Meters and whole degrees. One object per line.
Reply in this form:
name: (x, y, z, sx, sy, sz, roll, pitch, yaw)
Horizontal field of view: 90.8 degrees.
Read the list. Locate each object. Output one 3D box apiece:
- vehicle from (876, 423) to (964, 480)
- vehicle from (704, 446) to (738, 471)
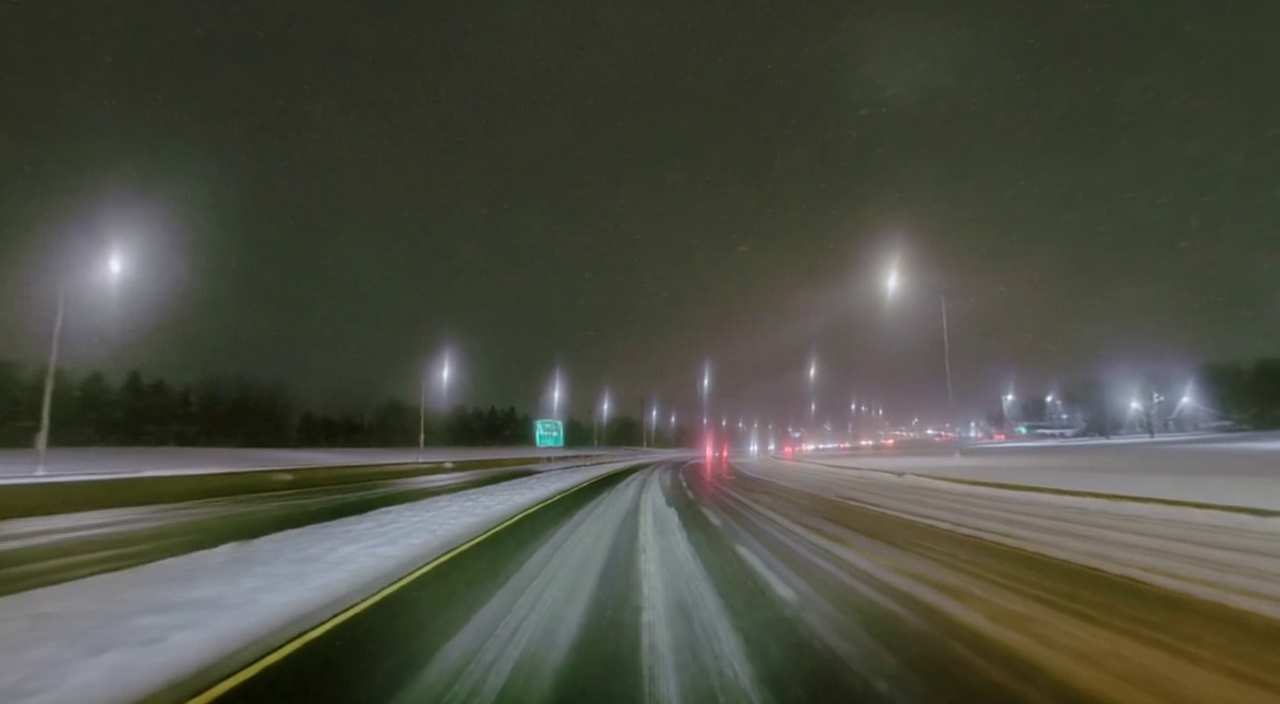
vehicle: (13.196, 4.718, 30.004, 3.055, 2.511, 2.572, -1, -9, 6)
vehicle: (5.176, 6.867, 40.771, 1.874, 1.506, 4.116, -1, -9, 3)
